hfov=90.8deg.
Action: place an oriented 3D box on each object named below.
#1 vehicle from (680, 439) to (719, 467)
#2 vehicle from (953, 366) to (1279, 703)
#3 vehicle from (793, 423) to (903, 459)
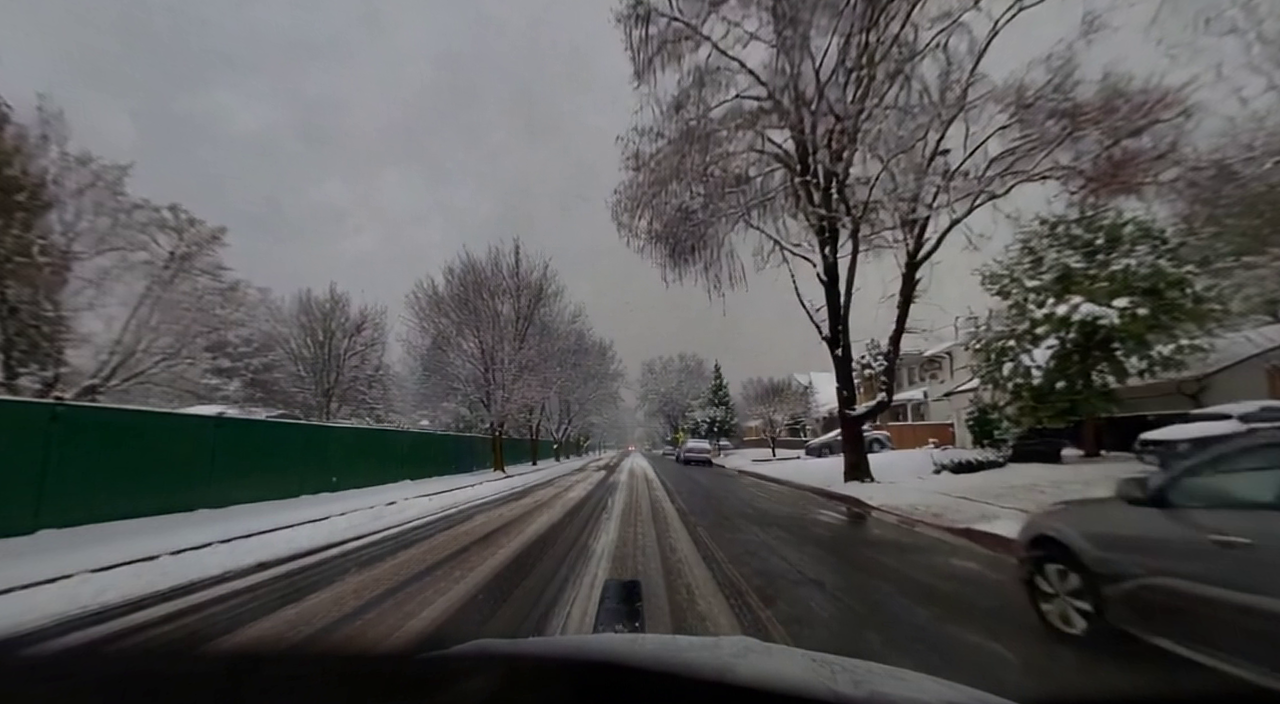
[{"bbox_3d":[3.853,6.681,41.928,2.122,1.673,4.876,0,-8,0],"label":"vehicle"},{"bbox_3d":[3.670,0.922,2.849,2.165,1.688,4.642,-2,-9,1],"label":"vehicle"},{"bbox_3d":[11.025,4.786,33.819,5.046,1.800,2.201,-1,-8,1],"label":"vehicle"}]
